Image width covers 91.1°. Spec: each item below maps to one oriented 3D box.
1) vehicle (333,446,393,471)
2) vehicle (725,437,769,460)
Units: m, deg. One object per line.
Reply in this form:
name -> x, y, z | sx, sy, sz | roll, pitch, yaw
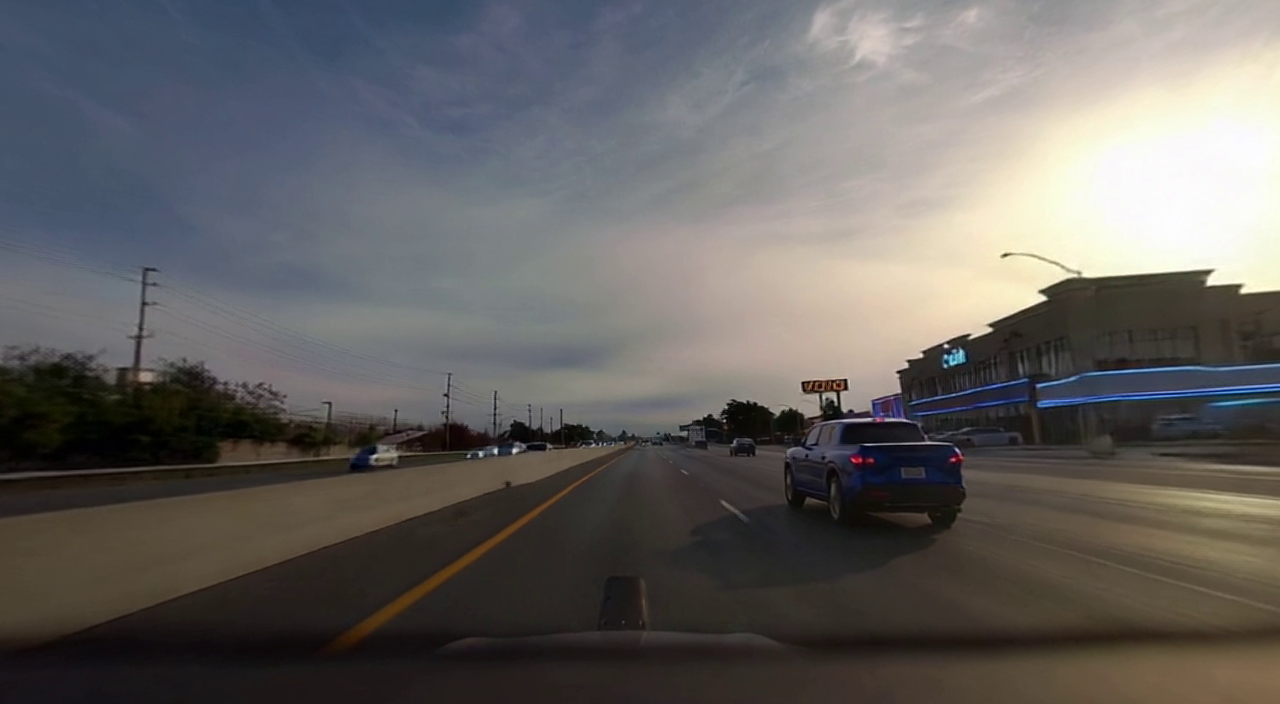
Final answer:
vehicle -> -21.900, 8.407, 49.891 | 2.028, 1.784, 5.837 | -1, -8, 1
vehicle -> 7.305, 6.656, 43.418 | 2.079, 1.518, 5.032 | 0, -8, -1
